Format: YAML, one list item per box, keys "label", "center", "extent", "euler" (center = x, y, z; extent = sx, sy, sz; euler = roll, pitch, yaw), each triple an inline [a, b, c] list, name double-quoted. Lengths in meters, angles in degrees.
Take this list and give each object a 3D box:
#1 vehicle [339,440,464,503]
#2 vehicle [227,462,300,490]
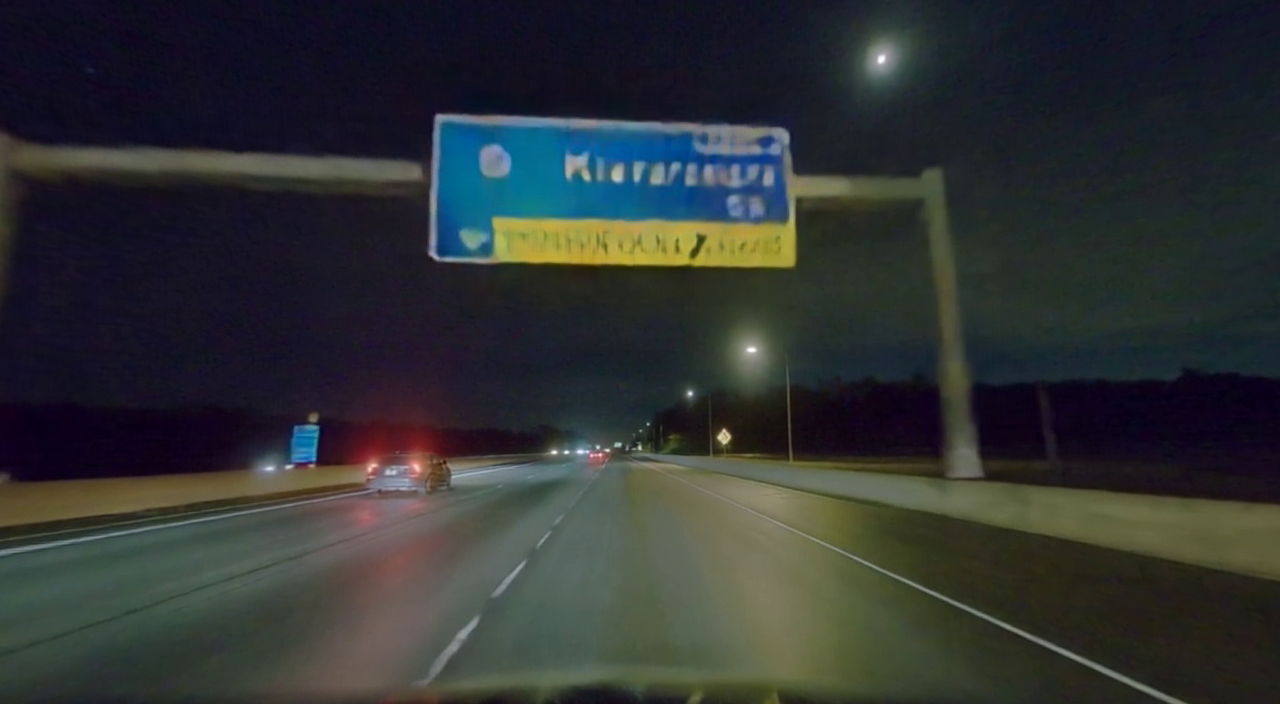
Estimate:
- label: "vehicle"
  center: [-6.856, 3.467, 18.689]
  extent: [2.098, 1.606, 4.227]
  euler: [0, -9, -1]
- label: "vehicle"
  center: [-22.730, 7.486, 38.325]
  extent: [1.770, 1.467, 4.590]
  euler: [0, -9, -2]
